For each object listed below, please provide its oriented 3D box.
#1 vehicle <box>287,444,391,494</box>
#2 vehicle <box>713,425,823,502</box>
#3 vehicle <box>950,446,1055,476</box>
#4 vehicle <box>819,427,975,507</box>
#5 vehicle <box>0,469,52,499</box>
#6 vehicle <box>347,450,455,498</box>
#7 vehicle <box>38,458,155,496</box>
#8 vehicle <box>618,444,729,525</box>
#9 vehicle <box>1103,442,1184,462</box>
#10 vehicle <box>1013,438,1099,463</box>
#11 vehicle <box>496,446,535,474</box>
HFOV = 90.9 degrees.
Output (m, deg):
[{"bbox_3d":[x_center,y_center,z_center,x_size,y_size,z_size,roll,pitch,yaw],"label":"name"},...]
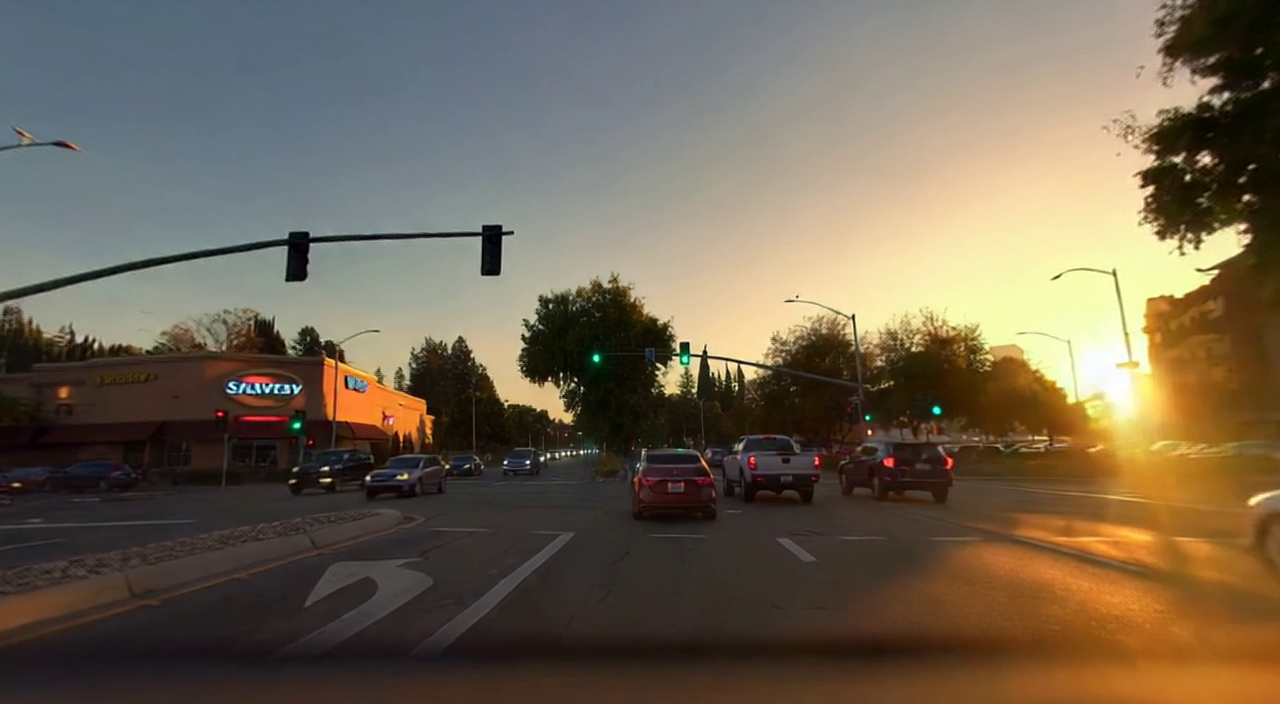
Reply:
[{"bbox_3d":[-12.200,4.718,25.935,1.991,1.844,4.393,0,-8,1],"label":"vehicle"},{"bbox_3d":[3.871,3.500,20.290,2.358,2.116,5.328,0,-8,-1],"label":"vehicle"},{"bbox_3d":[18.502,5.591,32.337,4.227,1.460,1.777,0,-8,2],"label":"vehicle"},{"bbox_3d":[7.300,3.315,18.735,2.323,2.009,5.266,0,-8,-1],"label":"vehicle"},{"bbox_3d":[-35.191,7.241,34.721,4.240,1.437,1.770,-2,-9,10],"label":"vehicle"},{"bbox_3d":[-8.152,4.173,21.994,2.002,1.469,4.301,0,-8,1],"label":"vehicle"},{"bbox_3d":[-29.046,6.644,33.743,4.789,1.828,2.025,-2,-9,11],"label":"vehicle"},{"bbox_3d":[0.569,2.713,13.503,2.038,1.447,3.756,0,-8,-2],"label":"vehicle"},{"bbox_3d":[36.364,7.234,45.636,4.230,1.449,1.782,0,-8,1],"label":"vehicle"},{"bbox_3d":[31.423,7.450,47.751,4.885,1.883,2.107,0,-8,1],"label":"vehicle"},{"bbox_3d":[-8.349,7.258,42.724,1.904,1.789,4.021,0,-8,-1],"label":"vehicle"}]
